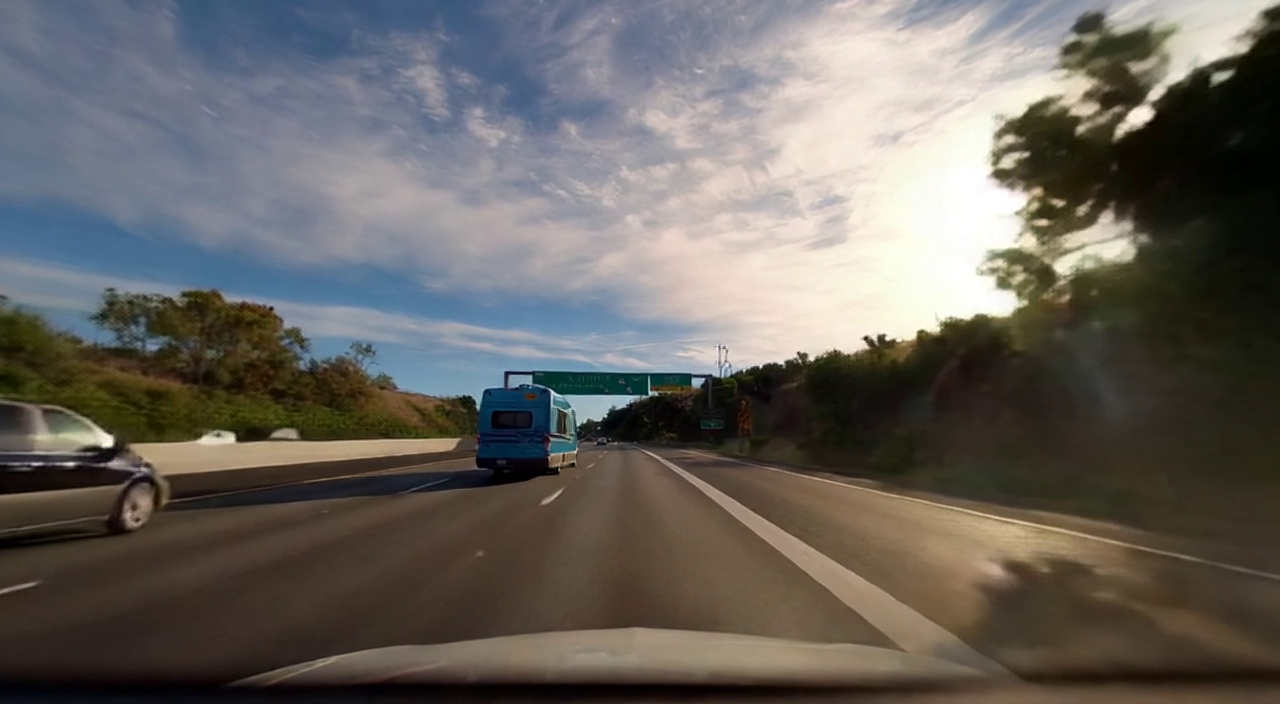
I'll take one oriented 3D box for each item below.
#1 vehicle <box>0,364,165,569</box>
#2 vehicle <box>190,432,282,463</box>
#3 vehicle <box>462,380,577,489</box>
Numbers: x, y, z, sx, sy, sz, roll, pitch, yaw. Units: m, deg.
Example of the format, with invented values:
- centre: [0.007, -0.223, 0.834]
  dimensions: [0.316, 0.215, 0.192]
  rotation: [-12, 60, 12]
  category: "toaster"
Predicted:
- centre: [-6.926, 1.037, 5.652]
  dimensions: [2.045, 1.873, 4.202]
  rotation: [0, -8, -1]
  category: "vehicle"
- centre: [-20.028, 4.745, 31.445]
  dimensions: [1.803, 1.433, 4.234]
  rotation: [0, -8, -1]
  category: "vehicle"
- centre: [-4.029, 2.973, 22.857]
  dimensions: [2.676, 3.269, 7.388]
  rotation: [0, -7, 0]
  category: "vehicle"
